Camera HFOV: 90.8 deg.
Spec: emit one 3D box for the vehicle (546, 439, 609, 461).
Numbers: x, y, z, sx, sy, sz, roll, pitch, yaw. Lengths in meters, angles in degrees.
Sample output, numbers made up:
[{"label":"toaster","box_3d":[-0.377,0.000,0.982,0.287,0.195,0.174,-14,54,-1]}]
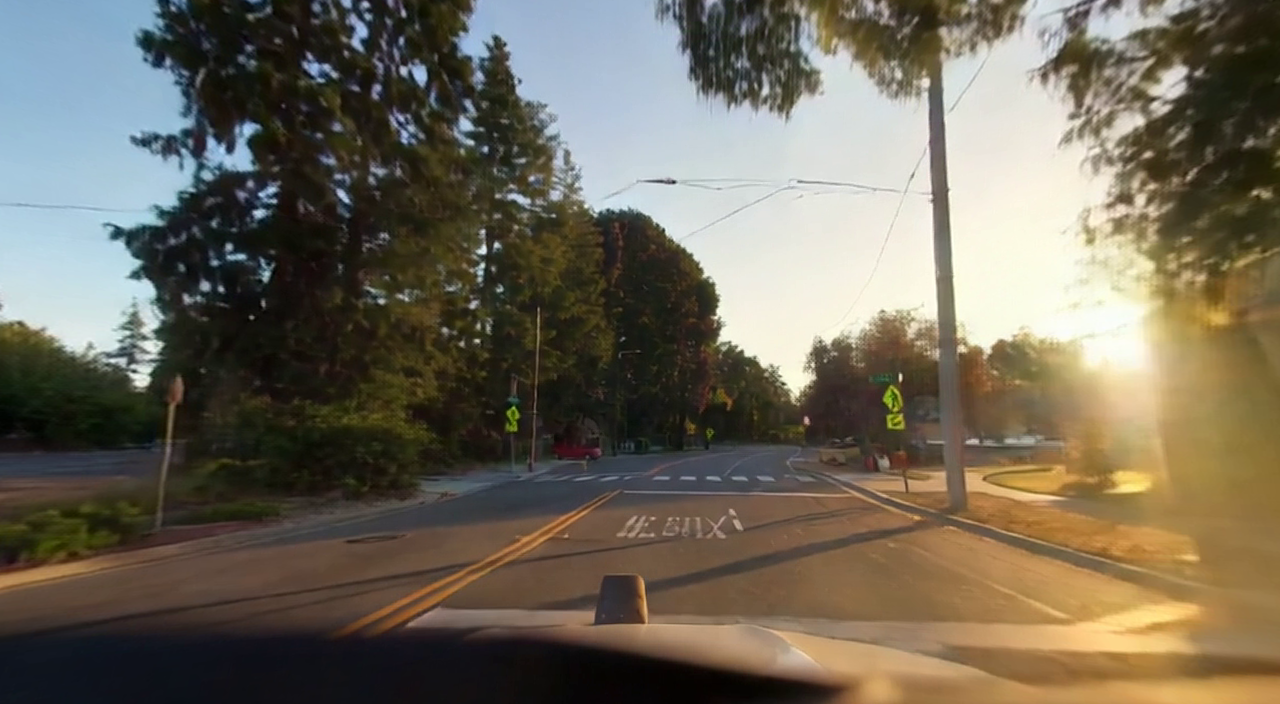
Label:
[{"label":"vehicle","box_3d":[-4.772,7.486,48.300,4.377,1.596,1.836,-3,-9,19]}]
